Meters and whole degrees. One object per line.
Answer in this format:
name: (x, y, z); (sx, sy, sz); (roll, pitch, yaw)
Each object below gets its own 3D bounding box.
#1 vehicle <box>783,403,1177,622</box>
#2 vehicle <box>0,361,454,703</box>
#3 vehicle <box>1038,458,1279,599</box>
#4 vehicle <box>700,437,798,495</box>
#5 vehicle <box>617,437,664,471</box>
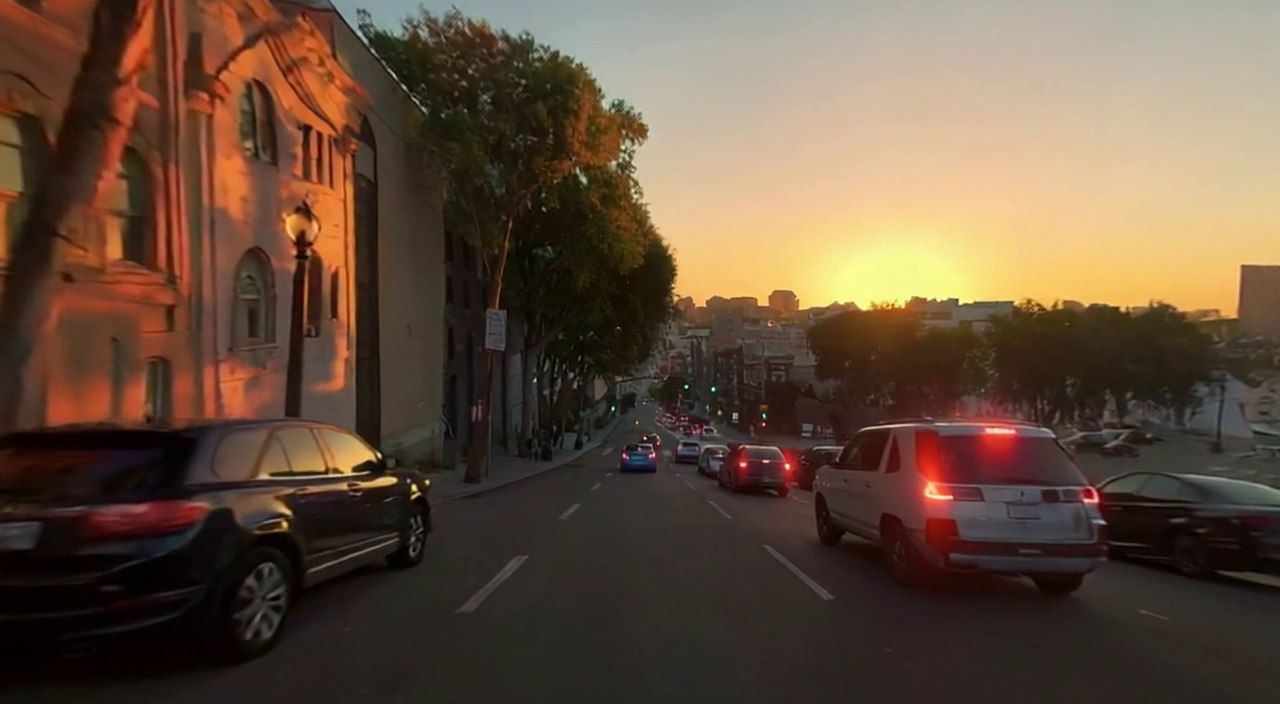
vehicle: (3.204, 1.594, 7.288); (2.002, 1.707, 4.547); (0, -8, 0)
vehicle: (-3.307, 1.227, 5.191); (2.128, 1.725, 4.471); (0, -8, 0)
vehicle: (8.769, 2.616, 10.167); (1.893, 1.663, 4.257); (0, -8, 1)
vehicle: (3.004, 3.244, 18.315); (1.966, 1.475, 4.528); (0, -8, -1)
vehicle: (0.047, 4.630, 28.695); (2.007, 1.460, 3.923); (0, -8, 1)
